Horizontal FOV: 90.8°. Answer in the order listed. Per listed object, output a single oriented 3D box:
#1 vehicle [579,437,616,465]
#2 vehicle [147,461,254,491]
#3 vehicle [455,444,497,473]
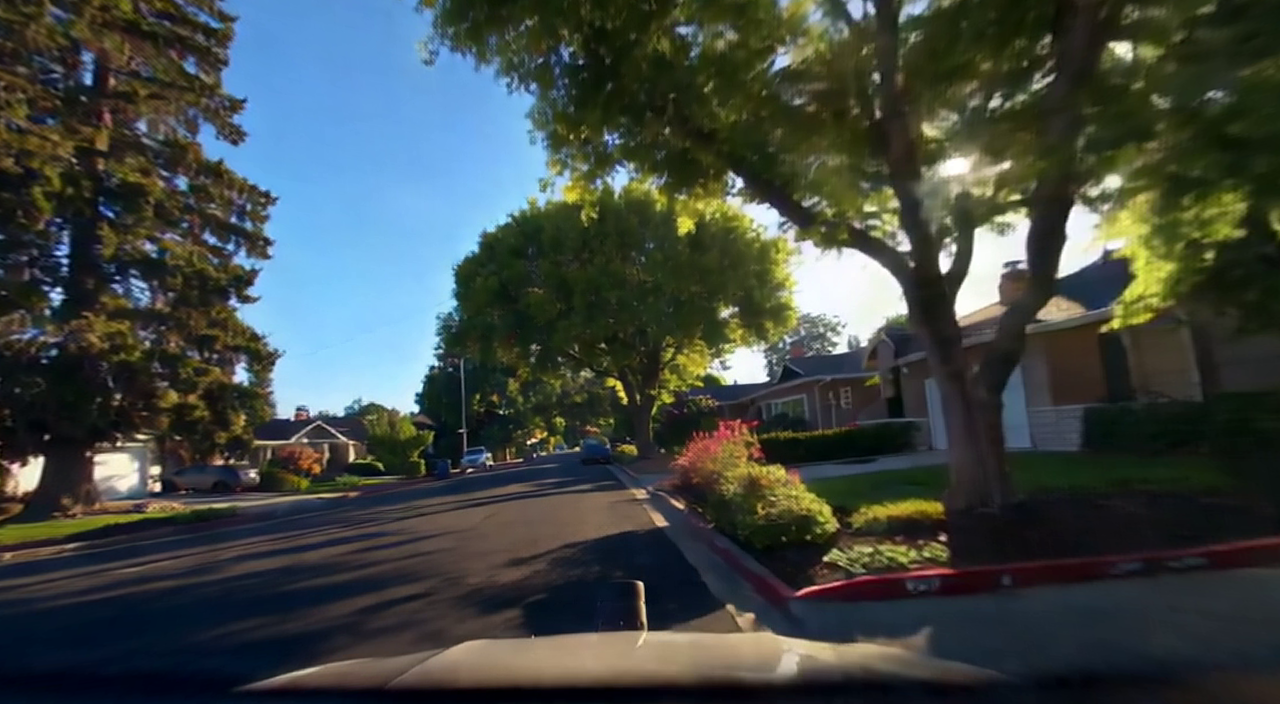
[{"bbox_3d":[-2.572,5.900,37.514,2.005,1.553,3.984,1,-9,-6],"label":"vehicle"},{"bbox_3d":[-24.082,6.787,34.760,4.404,1.495,1.844,0,-8,-3],"label":"vehicle"},{"bbox_3d":[-12.009,7.805,46.628,2.208,1.834,4.675,-3,-8,-5],"label":"vehicle"}]
